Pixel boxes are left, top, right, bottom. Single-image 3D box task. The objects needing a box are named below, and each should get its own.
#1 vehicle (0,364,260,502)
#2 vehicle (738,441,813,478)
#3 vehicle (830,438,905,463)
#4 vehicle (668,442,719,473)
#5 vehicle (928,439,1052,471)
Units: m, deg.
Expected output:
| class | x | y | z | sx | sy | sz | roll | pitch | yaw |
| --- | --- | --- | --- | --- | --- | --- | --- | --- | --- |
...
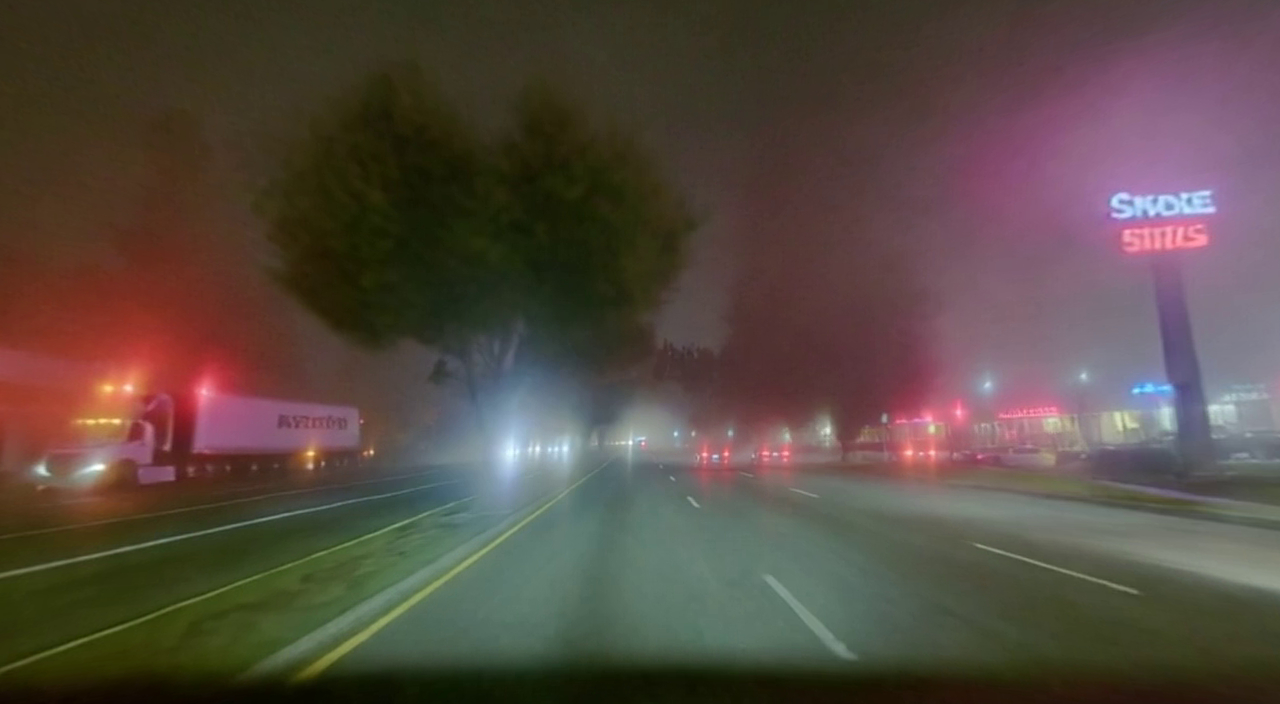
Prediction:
| class | x | y | z | sx | sy | sz | roll | pitch | yaw |
| --- | --- | --- | --- | --- | --- | --- | --- | --- | --- |
| vehicle | -19.038 | 3.142 | 24.371 | 3.008 | 4.297 | 9.041 | 0 | -8 | 0 |
| vehicle | 5.940 | 4.768 | 28.448 | 2.150 | 1.485 | 4.919 | 0 | -8 | -2 |
| vehicle | 15.915 | 6.860 | 44.235 | 4.457 | 1.521 | 1.872 | -2 | -8 | -3 |
| vehicle | 2.629 | 5.302 | 32.068 | 2.099 | 1.463 | 4.365 | 0 | -8 | -2 |
| vehicle | 16.675 | 4.899 | 30.303 | 4.679 | 1.448 | 2.178 | 1 | -8 | -3 |
